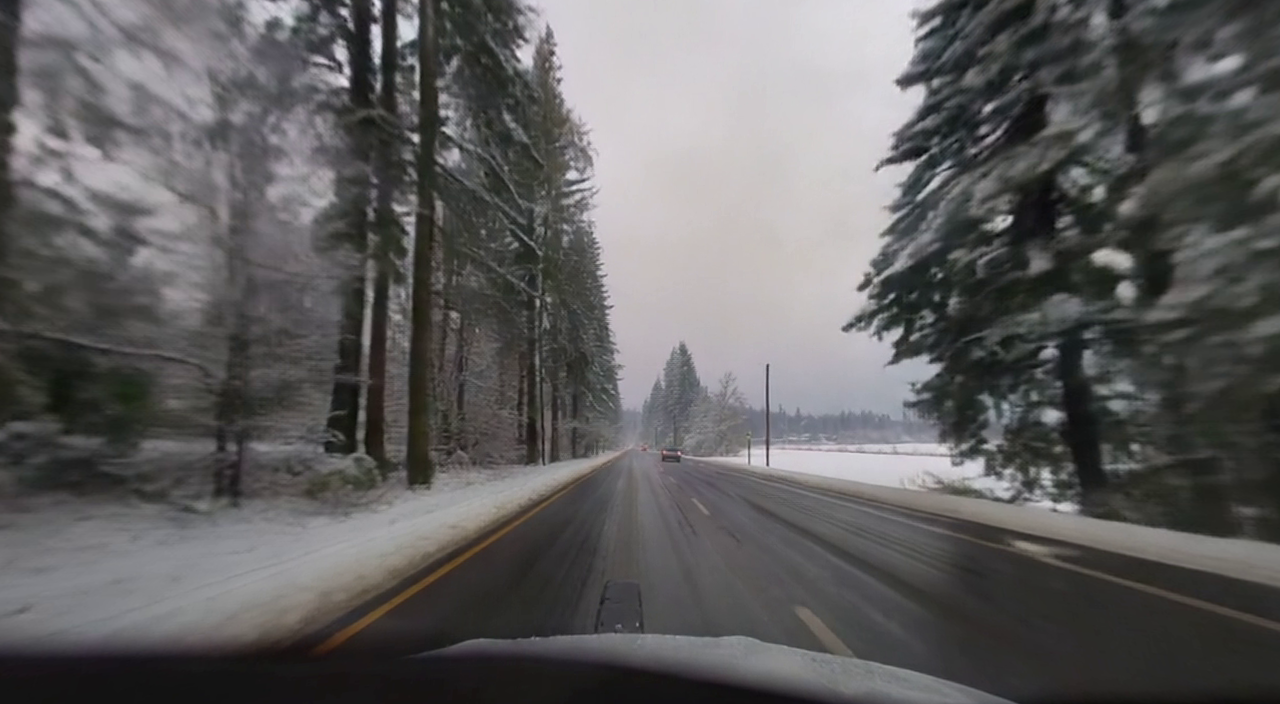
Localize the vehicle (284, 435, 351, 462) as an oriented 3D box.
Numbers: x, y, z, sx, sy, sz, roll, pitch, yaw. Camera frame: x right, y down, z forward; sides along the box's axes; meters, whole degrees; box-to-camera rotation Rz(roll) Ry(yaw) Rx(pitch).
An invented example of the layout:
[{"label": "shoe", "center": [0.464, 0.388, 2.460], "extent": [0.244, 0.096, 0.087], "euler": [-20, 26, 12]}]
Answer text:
[{"label": "vehicle", "center": [-22.332, 6.714, 44.030], "extent": [2.055, 1.776, 4.879], "euler": [0, -9, 0]}]
